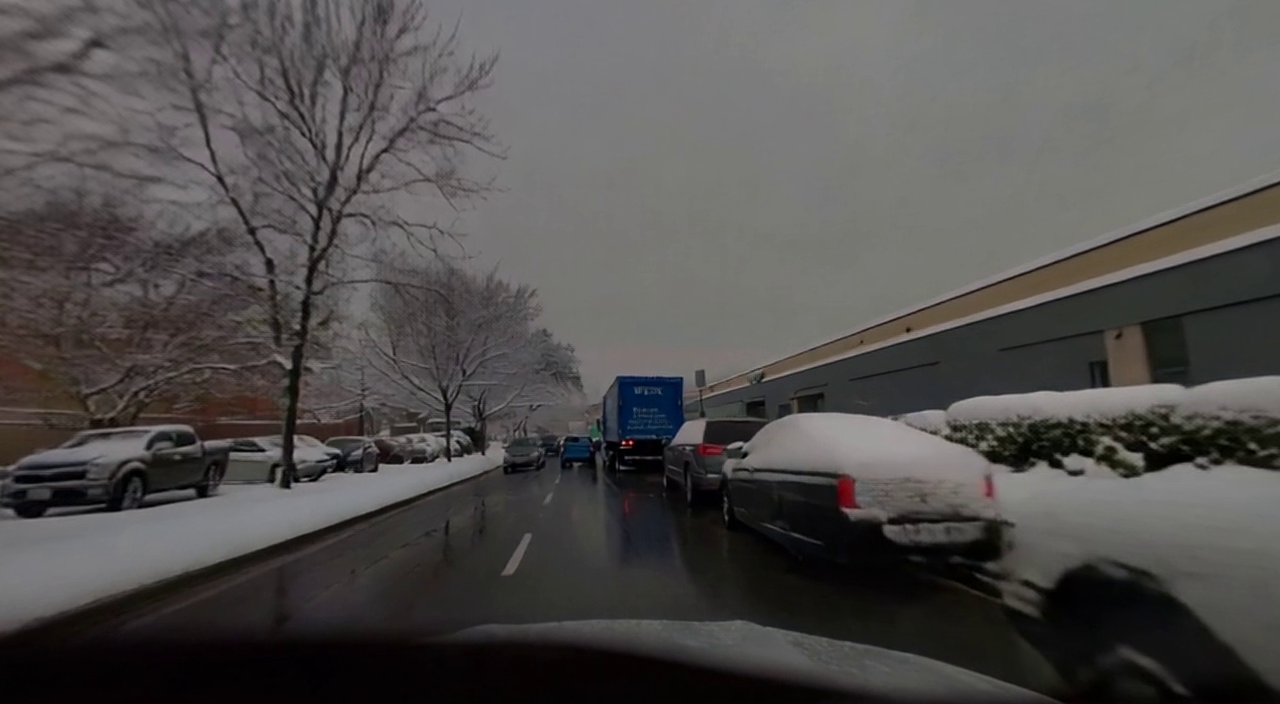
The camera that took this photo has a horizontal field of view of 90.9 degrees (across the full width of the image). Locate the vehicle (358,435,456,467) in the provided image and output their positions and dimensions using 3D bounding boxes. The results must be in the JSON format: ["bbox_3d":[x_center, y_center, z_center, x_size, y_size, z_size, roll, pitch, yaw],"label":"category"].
[{"bbox_3d":[-11.053,4.725,30.106,4.015,1.461,1.903,1,-8,-8],"label":"vehicle"}]

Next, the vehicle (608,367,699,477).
[{"bbox_3d":[0.147,3.628,30.821,2.865,4.113,14.471,1,-8,-5],"label":"vehicle"}]

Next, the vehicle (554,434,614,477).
[{"bbox_3d":[-2.171,4.013,24.720,2.160,1.498,3.909,0,-8,-4],"label":"vehicle"}]

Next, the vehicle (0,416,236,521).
[{"bbox_3d":[-10.364,2.281,12.792,1.996,1.719,4.382,3,-9,-11],"label":"vehicle"}]

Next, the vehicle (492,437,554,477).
[{"bbox_3d":[-4.717,4.258,25.902,1.989,1.481,4.008,0,-8,-3],"label":"vehicle"}]

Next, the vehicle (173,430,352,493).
[{"bbox_3d":[-9.859,2.863,16.727,3.569,1.520,1.797,1,-8,-7],"label":"vehicle"}]

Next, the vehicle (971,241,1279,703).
[{"bbox_3d":[2.510,0.602,1.730,1.686,1.786,2.276,-1,-9,-6],"label":"vehicle"}]

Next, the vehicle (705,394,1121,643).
[{"bbox_3d":[2.133,1.437,6.575,1.900,1.644,4.448,1,-8,-7],"label":"vehicle"}]
